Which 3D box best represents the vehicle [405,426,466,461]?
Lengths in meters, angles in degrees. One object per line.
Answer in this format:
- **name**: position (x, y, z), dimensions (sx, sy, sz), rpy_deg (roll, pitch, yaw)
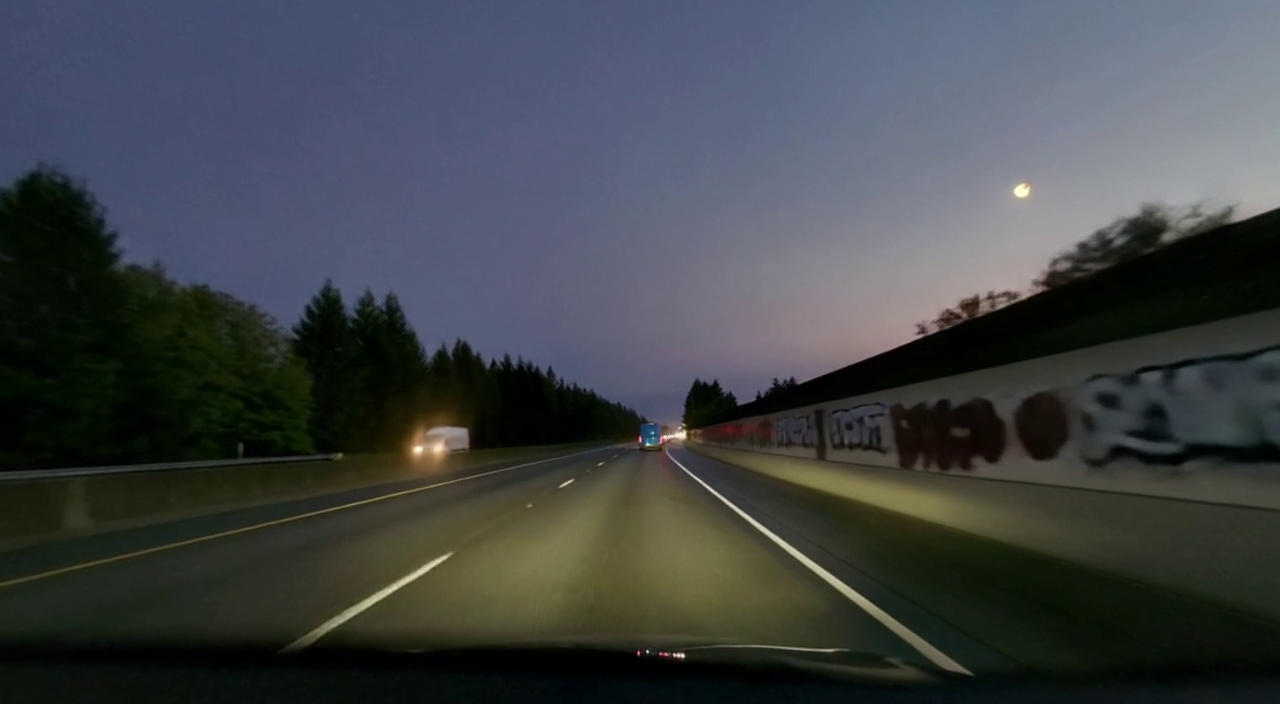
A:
- **vehicle**: position (-14.146, 6.358, 43.921), dimensions (2.452, 2.234, 5.008), rpy_deg (-1, -8, 2)
